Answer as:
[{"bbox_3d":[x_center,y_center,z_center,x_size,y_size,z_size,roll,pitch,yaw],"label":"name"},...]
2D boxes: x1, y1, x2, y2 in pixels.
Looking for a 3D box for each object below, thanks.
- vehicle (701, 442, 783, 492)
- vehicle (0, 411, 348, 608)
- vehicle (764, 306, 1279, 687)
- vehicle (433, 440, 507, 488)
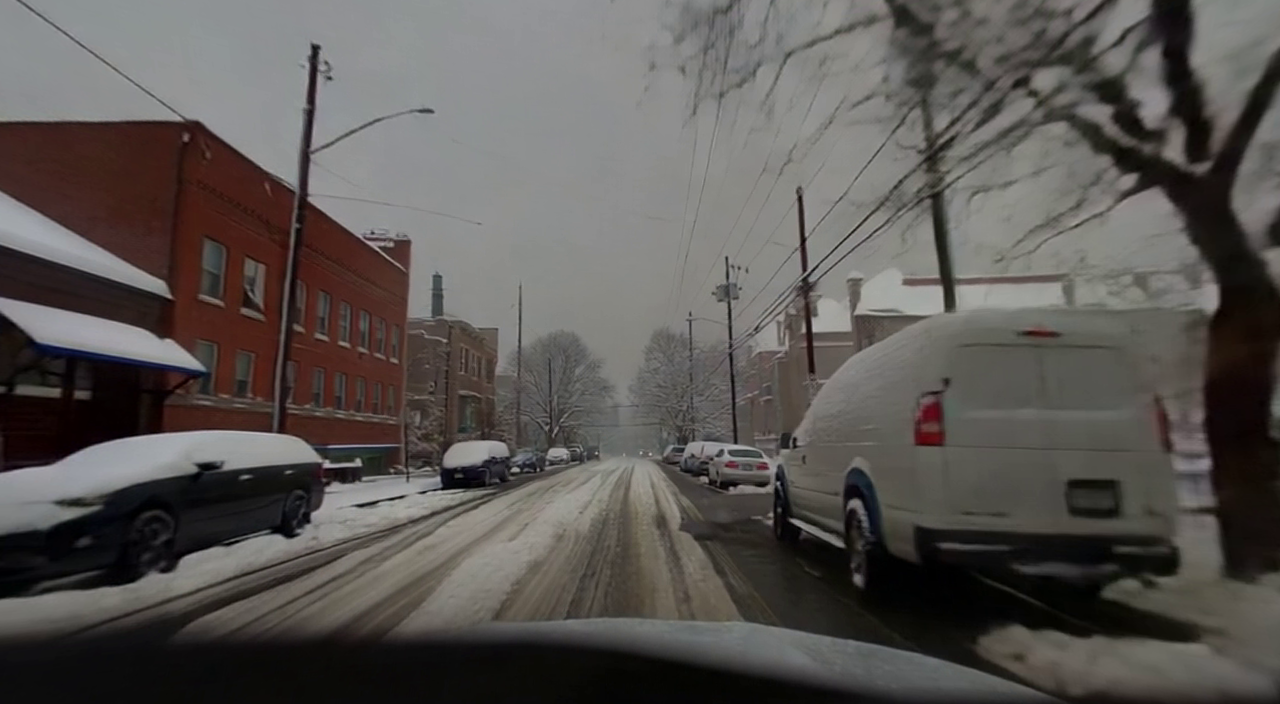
[{"bbox_3d":[3.248,3.760,21.045,1.885,1.464,4.466,0,-8,-1],"label":"vehicle"},{"bbox_3d":[-6.675,1.949,9.040,2.259,1.899,5.643,0,-8,0],"label":"vehicle"},{"bbox_3d":[3.129,1.235,6.614,2.480,2.230,5.704,0,-8,0],"label":"vehicle"},{"bbox_3d":[-6.869,4.567,26.107,1.930,1.756,4.955,0,-8,-3],"label":"vehicle"}]
